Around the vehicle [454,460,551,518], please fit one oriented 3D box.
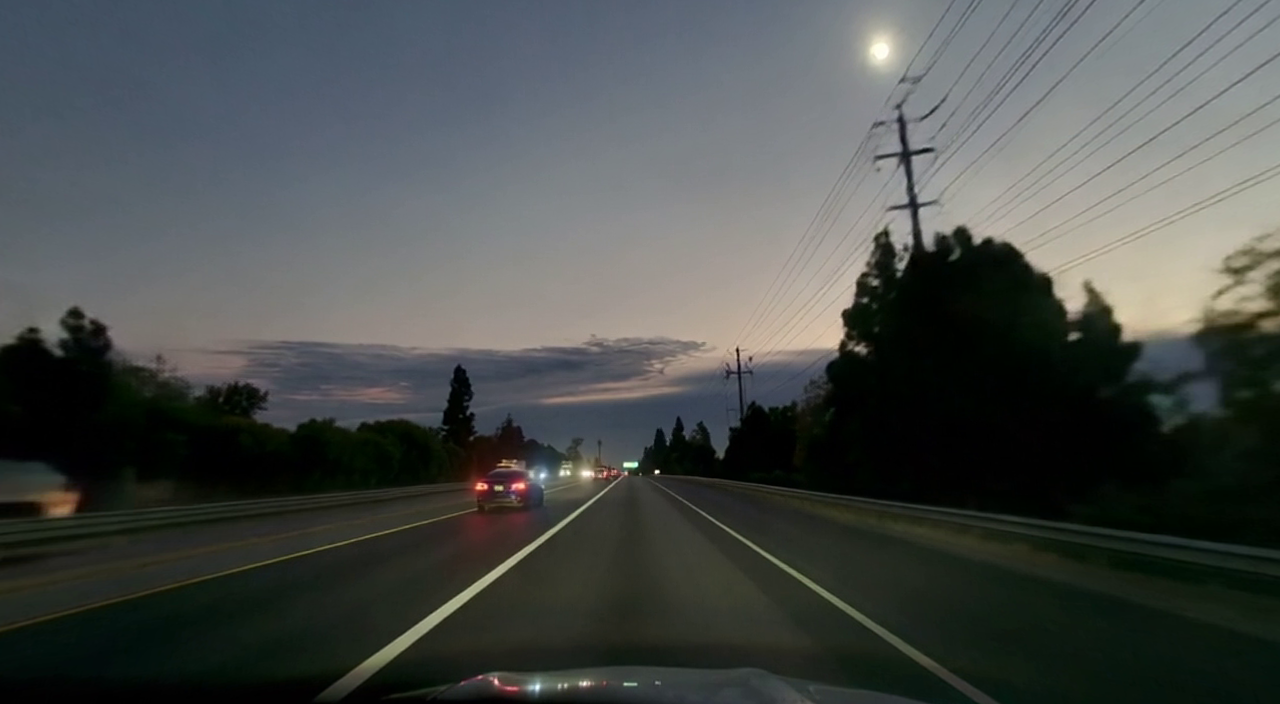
[{"bbox_3d":[-3.984,4.062,19.040,1.963,1.501,4.227,1,-11,0],"label":"vehicle"}]
